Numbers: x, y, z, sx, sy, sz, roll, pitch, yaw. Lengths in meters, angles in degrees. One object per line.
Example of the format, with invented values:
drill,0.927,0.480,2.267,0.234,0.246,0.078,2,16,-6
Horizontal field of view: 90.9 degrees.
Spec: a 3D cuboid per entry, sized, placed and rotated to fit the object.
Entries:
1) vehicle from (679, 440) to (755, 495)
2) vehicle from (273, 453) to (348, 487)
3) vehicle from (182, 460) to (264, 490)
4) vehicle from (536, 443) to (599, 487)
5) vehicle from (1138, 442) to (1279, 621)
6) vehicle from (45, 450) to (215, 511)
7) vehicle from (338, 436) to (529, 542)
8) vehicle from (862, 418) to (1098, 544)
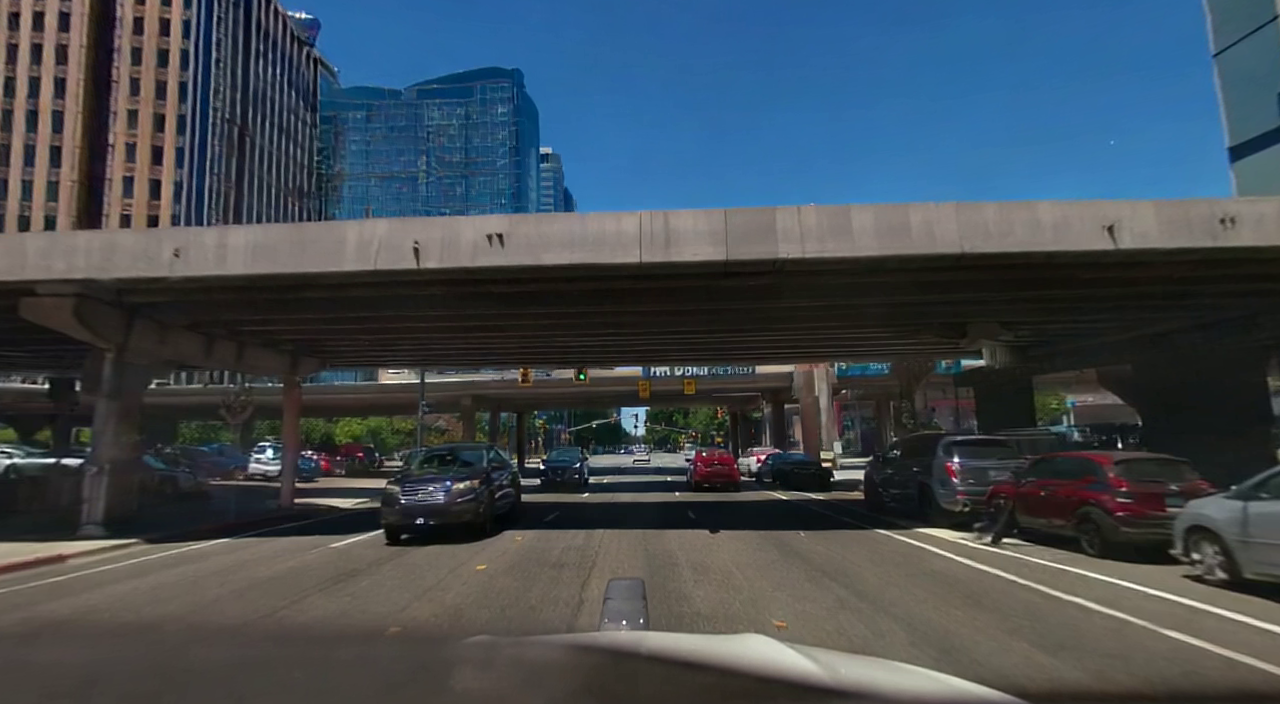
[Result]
vehicle,2.357,3.670,20.367,1.947,1.576,3.825,0,-8,0
vehicle,-17.989,6.430,34.707,1.778,1.629,4.330,0,-8,0
vehicle,-24.422,7.179,37.149,1.771,1.516,4.508,0,-8,-1
vehicle,-2.914,4.627,26.267,2.076,1.653,4.152,-1,-8,1
vehicle,6.686,1.505,4.980,2.004,1.586,4.380,-1,-8,2
vehicle,-17.711,4.418,22.299,1.950,1.845,4.669,-1,-8,2
vehicle,-3.530,2.411,11.788,2.137,1.586,4.201,0,-8,0
vehicle,6.386,2.458,12.661,2.284,2.048,4.379,0,-8,1
